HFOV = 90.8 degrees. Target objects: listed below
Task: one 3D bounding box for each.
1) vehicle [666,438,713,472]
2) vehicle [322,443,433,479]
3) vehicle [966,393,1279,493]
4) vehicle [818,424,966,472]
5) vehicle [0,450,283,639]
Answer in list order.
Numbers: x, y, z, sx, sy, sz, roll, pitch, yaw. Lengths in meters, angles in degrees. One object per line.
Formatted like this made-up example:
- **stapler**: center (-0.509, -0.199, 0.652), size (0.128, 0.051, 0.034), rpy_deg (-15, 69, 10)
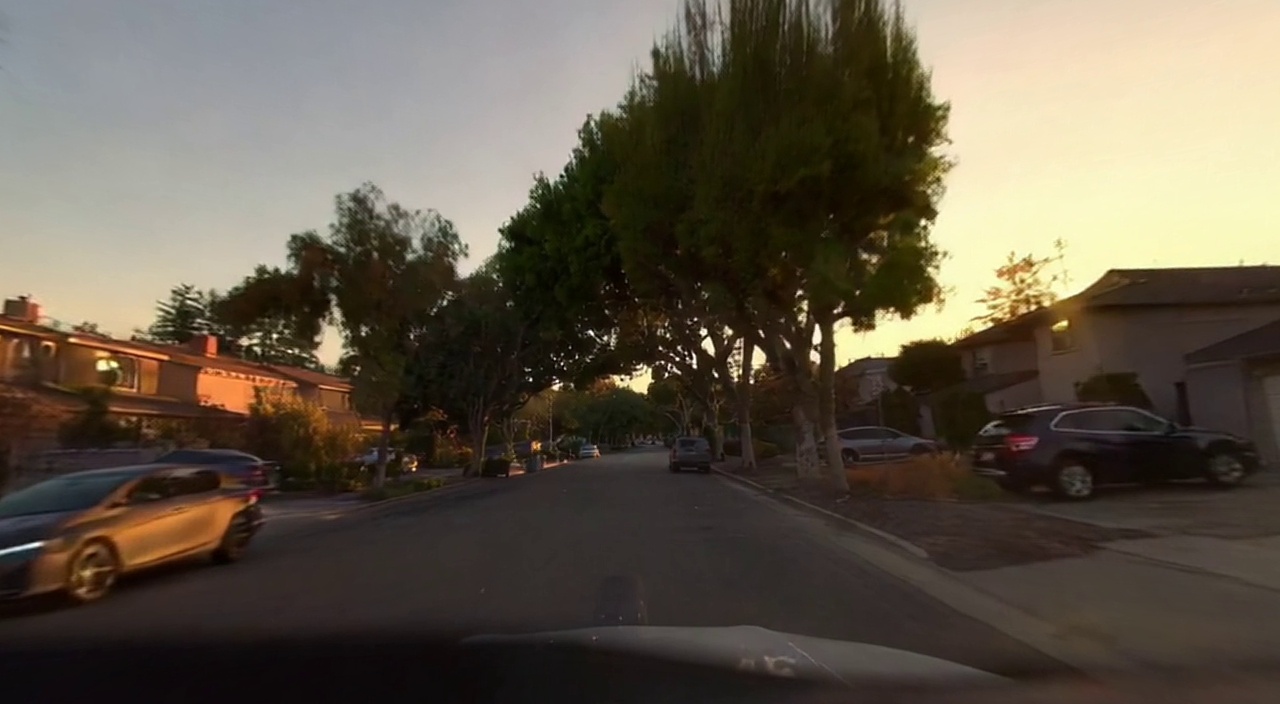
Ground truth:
- **vehicle**: center (2.323, 4.957, 30.641), size (2.022, 1.483, 4.565), rpy_deg (0, -8, 1)
- **vehicle**: center (-11.604, 4.846, 28.172), size (4.118, 1.492, 1.902), rpy_deg (0, -8, -3)
- **vehicle**: center (8.814, 1.649, 11.564), size (4.599, 1.652, 1.903), rpy_deg (0, -8, -2)
- **vehicle**: center (8.762, 3.364, 22.254), size (4.331, 1.570, 2.009), rpy_deg (0, -8, -1)
- **vehicle**: center (-5.942, 1.851, 6.986), size (1.878, 1.496, 3.535), rpy_deg (0, -8, 0)
